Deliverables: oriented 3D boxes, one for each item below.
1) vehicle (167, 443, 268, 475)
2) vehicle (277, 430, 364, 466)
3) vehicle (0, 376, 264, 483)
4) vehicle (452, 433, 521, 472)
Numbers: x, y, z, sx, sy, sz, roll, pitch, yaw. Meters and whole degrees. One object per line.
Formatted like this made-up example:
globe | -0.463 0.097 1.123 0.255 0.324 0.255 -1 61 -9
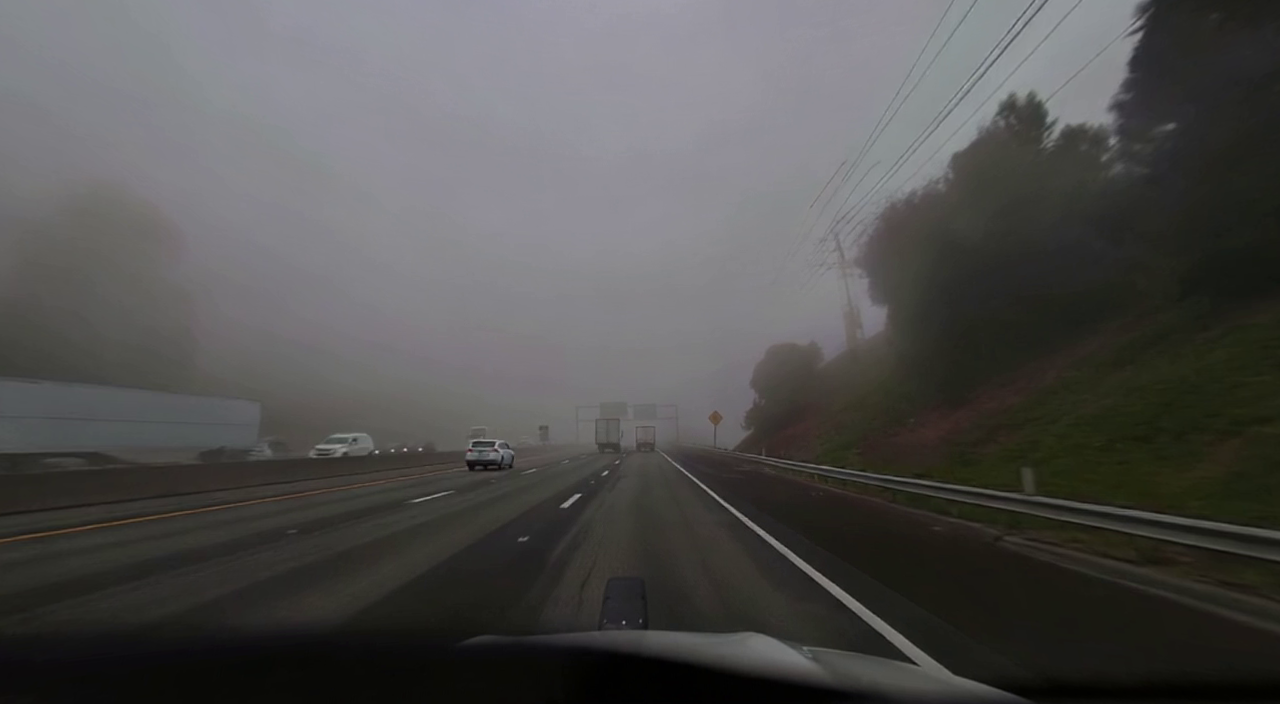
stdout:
vehicle | -20.991 5.306 31.577 1.909 1.460 4.467 0 -8 0
vehicle | -16.625 5.045 33.145 2.021 1.744 4.750 0 -8 0
vehicle | -24.717 4.046 31.852 2.902 4.196 13.673 0 -8 0
vehicle | -7.491 4.954 31.336 2.192 1.762 4.559 0 -8 1
